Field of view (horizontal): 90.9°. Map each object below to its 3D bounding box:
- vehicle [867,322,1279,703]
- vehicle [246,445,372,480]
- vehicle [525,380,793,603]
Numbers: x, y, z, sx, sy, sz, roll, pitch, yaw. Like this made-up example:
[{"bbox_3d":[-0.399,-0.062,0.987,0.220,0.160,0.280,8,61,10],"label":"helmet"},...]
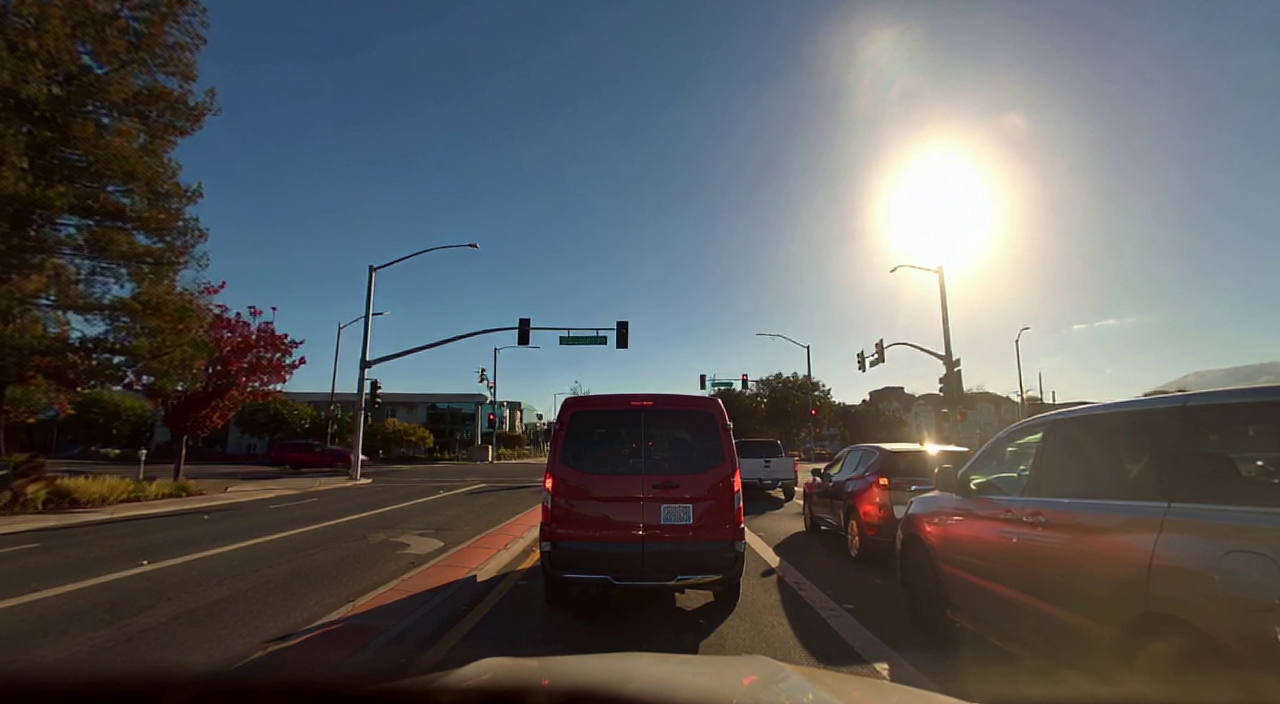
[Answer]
[{"bbox_3d":[2.898,0.948,3.183,1.971,1.663,4.287,0,-8,1],"label":"vehicle"},{"bbox_3d":[-15.448,5.164,29.618,4.789,1.514,1.866,1,-8,-5],"label":"vehicle"},{"bbox_3d":[0.167,1.466,7.442,2.185,1.822,4.391,0,-8,0],"label":"vehicle"}]
